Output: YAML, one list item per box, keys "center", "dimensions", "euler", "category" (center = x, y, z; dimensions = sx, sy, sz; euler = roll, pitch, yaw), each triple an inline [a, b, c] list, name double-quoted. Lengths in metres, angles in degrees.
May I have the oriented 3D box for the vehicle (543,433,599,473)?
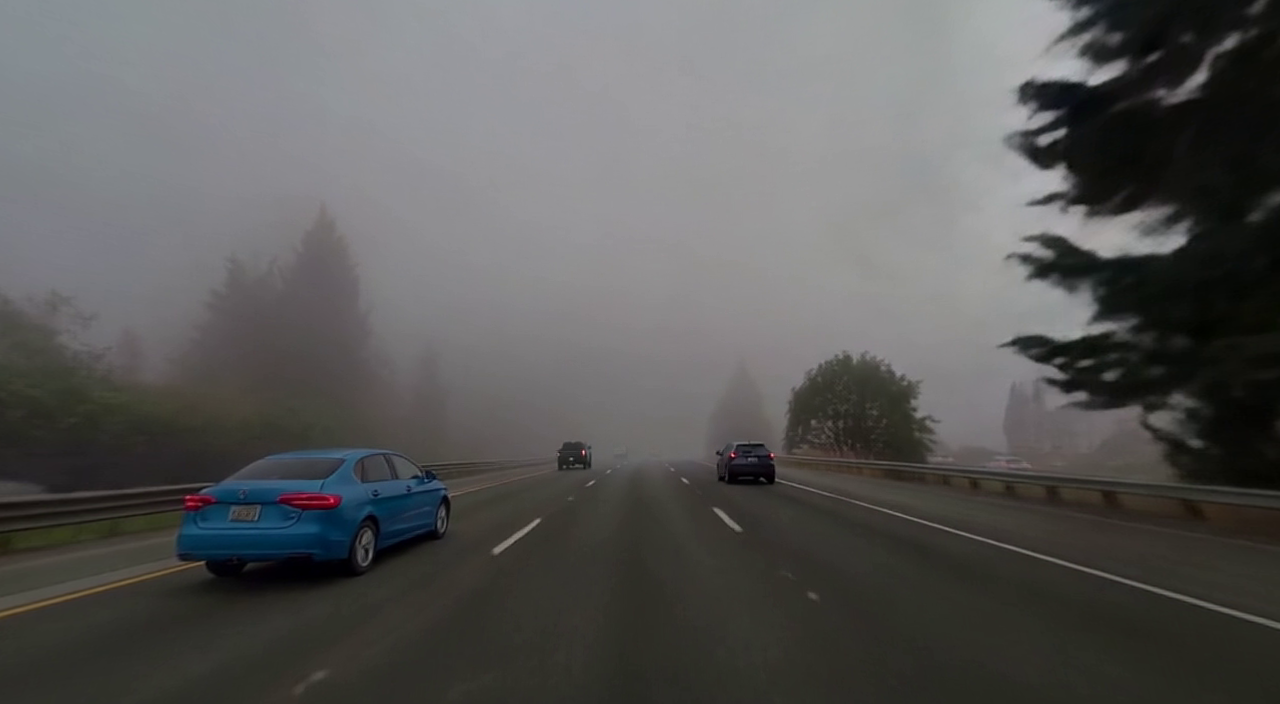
- center: [-3.313, 4.962, 31.184]
  dimensions: [2.122, 1.847, 4.696]
  euler: [0, -8, 2]
  category: "vehicle"

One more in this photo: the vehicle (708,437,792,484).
- center: [3.746, 3.800, 22.335]
  dimensions: [2.100, 1.472, 4.533]
  euler: [0, -8, 0]
  category: "vehicle"

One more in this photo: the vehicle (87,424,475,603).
- center: [-3.604, 1.681, 7.565]
  dimensions: [1.948, 1.475, 4.461]
  euler: [0, -8, 1]
  category: "vehicle"
